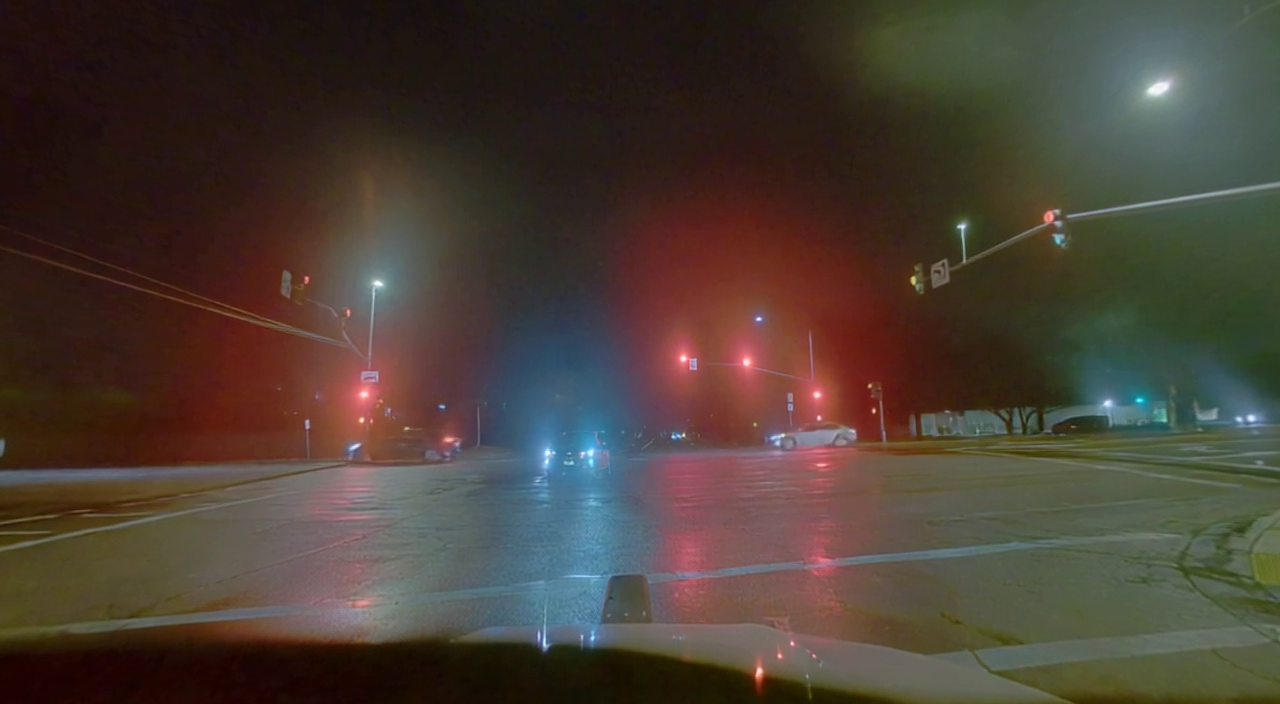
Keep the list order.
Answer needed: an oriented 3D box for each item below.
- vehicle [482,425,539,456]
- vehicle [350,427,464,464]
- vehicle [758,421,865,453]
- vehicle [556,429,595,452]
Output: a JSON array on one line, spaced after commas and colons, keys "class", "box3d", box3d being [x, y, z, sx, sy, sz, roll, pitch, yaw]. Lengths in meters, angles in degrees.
[{"class": "vehicle", "box3d": [-8.298, 5.741, 40.899, 2.000, 1.864, 5.044, -1, -9, 8]}, {"class": "vehicle", "box3d": [-10.235, 4.137, 27.999, 4.407, 1.569, 1.859, 1, -9, -8]}, {"class": "vehicle", "box3d": [8.135, 4.080, 30.113, 4.510, 1.431, 1.884, 1, -9, -8]}, {"class": "vehicle", "box3d": [-4.388, 6.168, 43.773, 1.919, 1.467, 4.086, -1, -9, 5]}]
